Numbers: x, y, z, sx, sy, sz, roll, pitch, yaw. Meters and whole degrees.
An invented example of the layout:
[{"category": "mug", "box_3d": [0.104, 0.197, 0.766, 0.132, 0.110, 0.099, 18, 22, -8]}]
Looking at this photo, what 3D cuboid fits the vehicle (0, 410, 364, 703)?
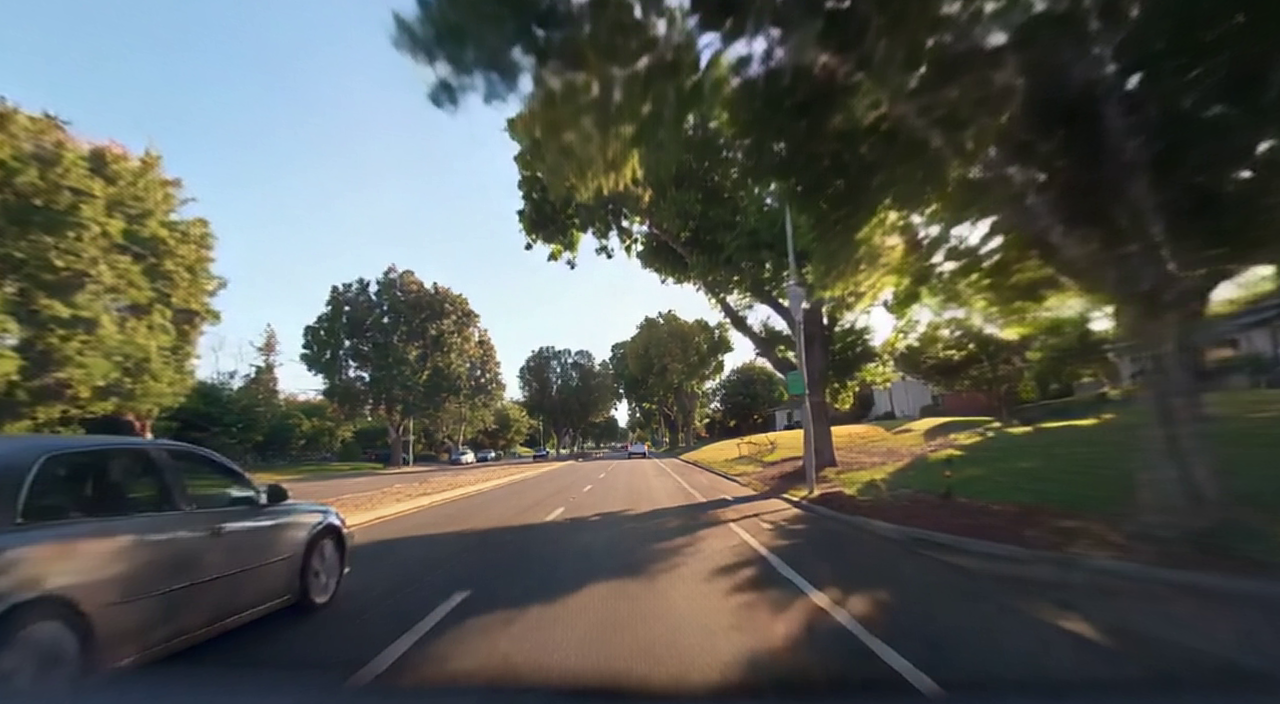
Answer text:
[{"category": "vehicle", "box_3d": [-3.316, 1.032, 2.767, 2.020, 1.478, 4.890, 0, -8, 0]}]
